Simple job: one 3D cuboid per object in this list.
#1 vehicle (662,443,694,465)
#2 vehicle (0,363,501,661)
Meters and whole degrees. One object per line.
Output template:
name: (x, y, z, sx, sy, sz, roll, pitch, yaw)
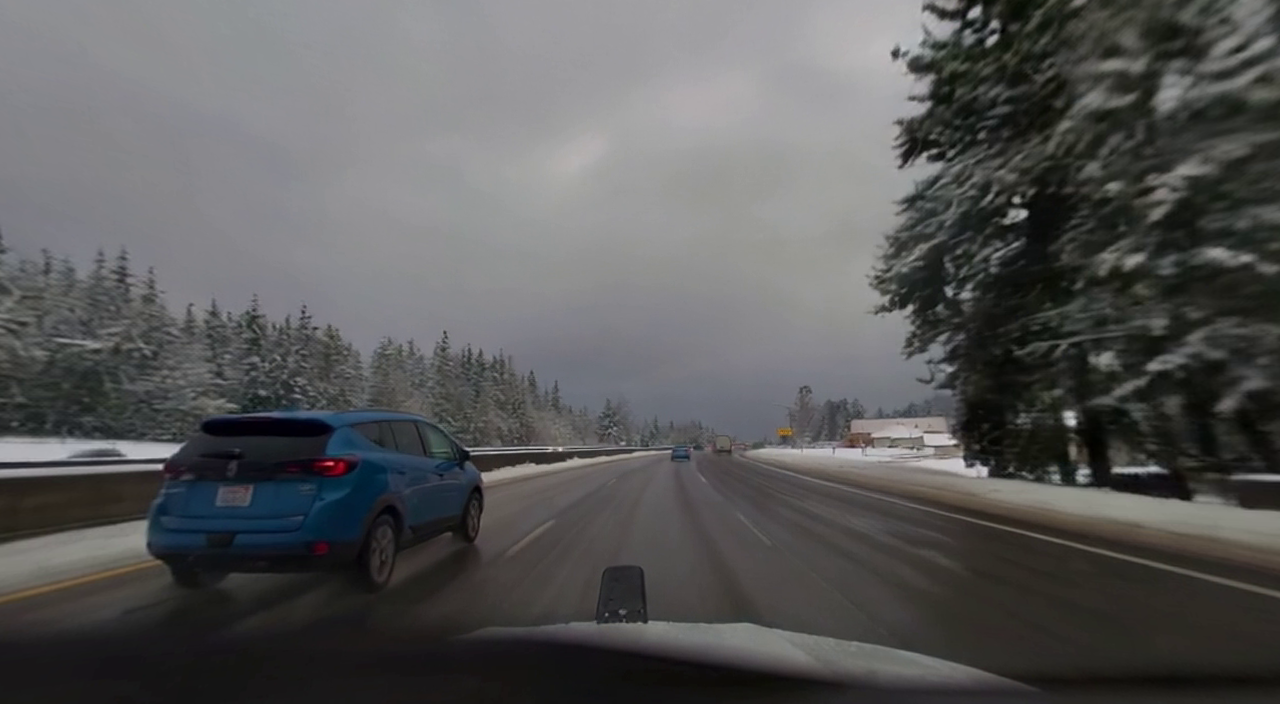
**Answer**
vehicle: (2.699, 7.209, 44.753, 2.158, 1.458, 3.656, -1, -9, 4)
vehicle: (-3.090, 1.336, 6.368, 2.185, 1.823, 4.854, 0, -9, 1)
